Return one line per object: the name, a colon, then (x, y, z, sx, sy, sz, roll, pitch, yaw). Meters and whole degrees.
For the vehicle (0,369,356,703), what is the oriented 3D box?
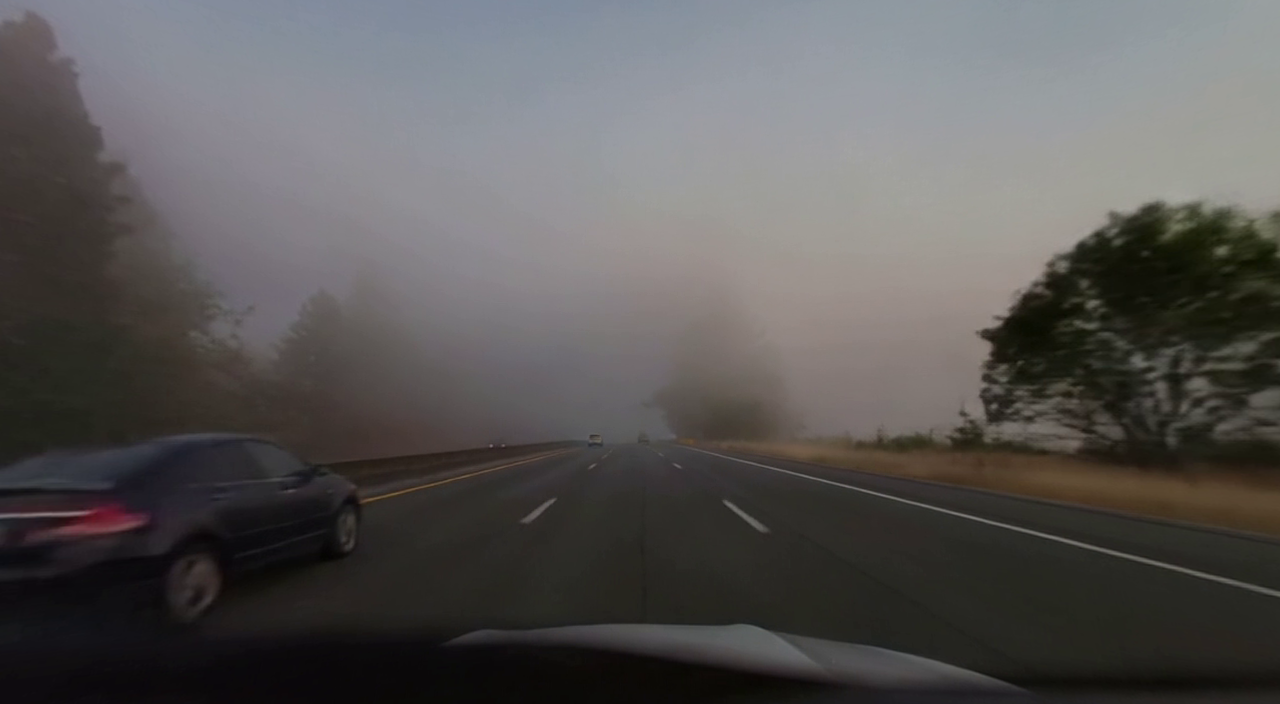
vehicle: (-4.171, 1.138, 4.559, 2.185, 1.677, 4.390, 0, -8, 0)
